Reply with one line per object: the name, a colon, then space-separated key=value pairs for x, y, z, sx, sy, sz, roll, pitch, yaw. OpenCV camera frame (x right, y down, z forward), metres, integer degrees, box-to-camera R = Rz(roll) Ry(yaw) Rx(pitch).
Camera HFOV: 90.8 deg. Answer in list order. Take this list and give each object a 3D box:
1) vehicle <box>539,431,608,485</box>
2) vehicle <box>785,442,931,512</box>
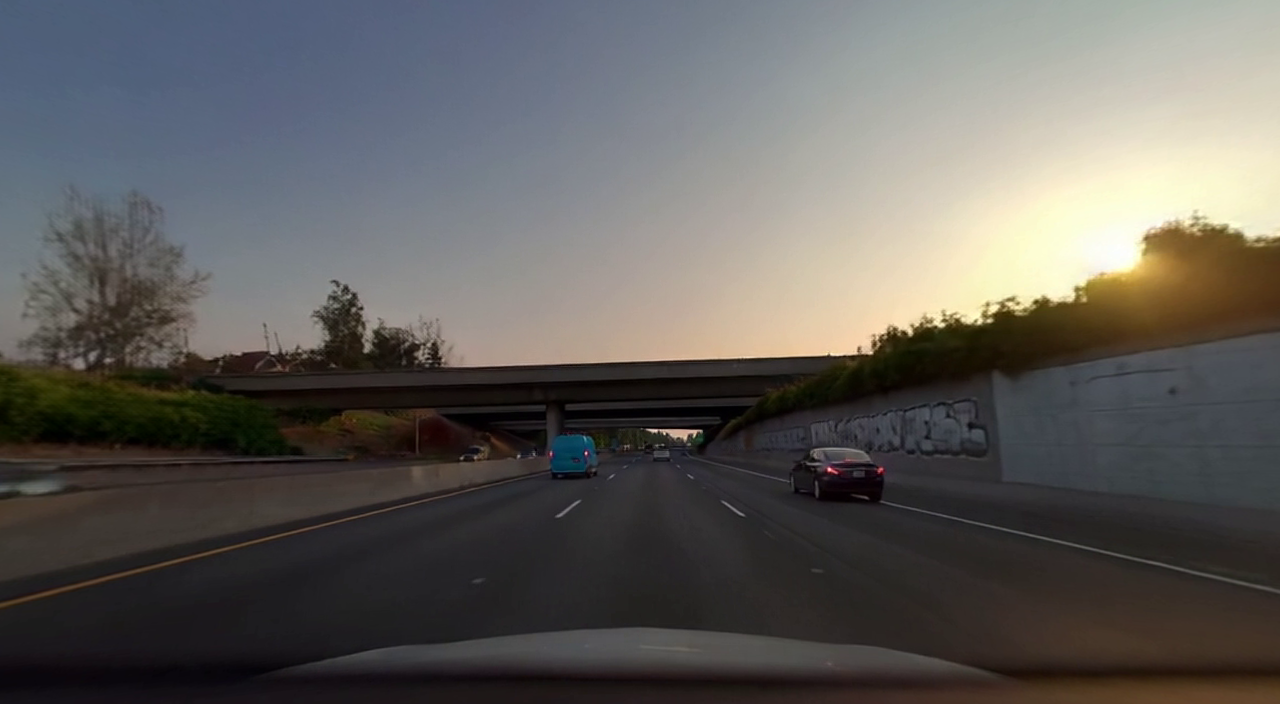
vehicle: x=-2.669 y=4.441 z=26.749 sx=2.310 sy=2.030 sz=5.094 roll=0 pitch=-9 yaw=1
vehicle: x=5.237 y=3.043 z=15.942 sx=1.972 sy=1.492 sz=4.623 roll=0 pitch=-9 yaw=-1
